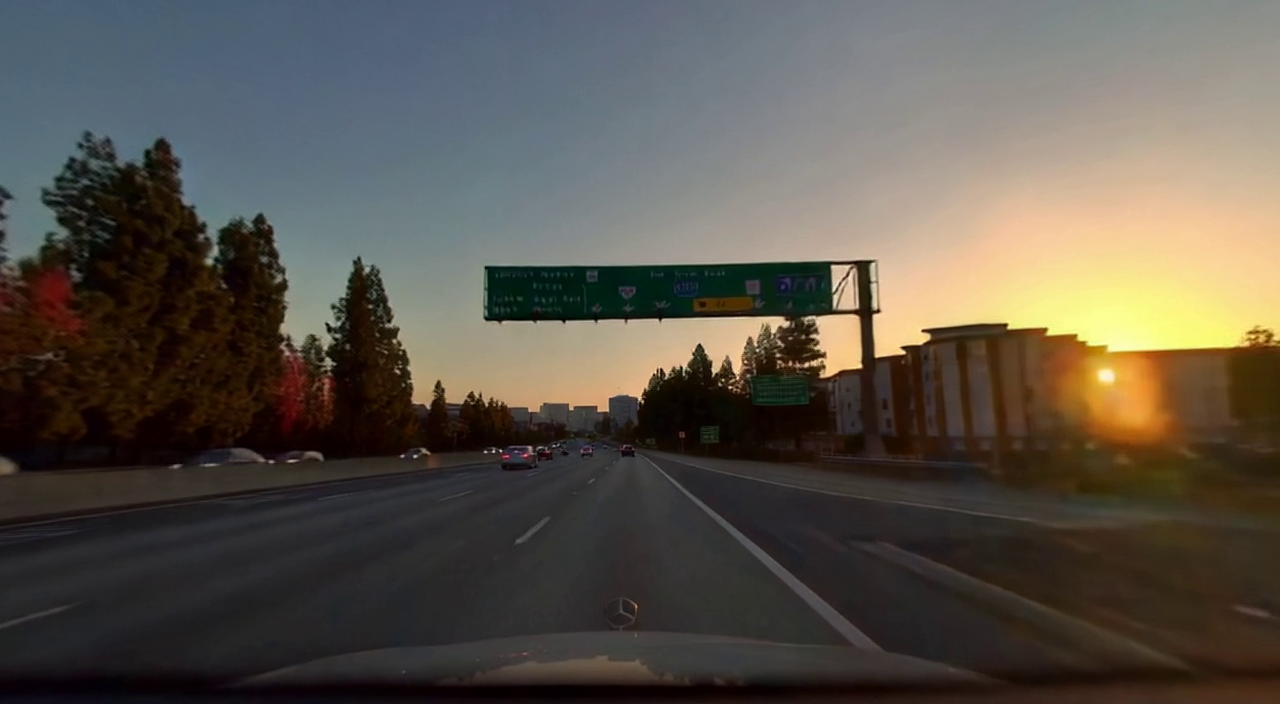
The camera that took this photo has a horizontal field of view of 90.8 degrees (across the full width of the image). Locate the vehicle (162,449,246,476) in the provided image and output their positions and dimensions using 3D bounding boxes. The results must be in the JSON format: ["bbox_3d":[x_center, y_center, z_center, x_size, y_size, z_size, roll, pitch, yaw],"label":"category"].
[{"bbox_3d":[-25.907,6.565,37.740,1.875,1.469,4.459,0,-9,0],"label":"vehicle"}]

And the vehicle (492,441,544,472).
[{"bbox_3d":[-6.911,5.991,36.391,2.016,1.606,4.806,0,-9,0],"label":"vehicle"}]
